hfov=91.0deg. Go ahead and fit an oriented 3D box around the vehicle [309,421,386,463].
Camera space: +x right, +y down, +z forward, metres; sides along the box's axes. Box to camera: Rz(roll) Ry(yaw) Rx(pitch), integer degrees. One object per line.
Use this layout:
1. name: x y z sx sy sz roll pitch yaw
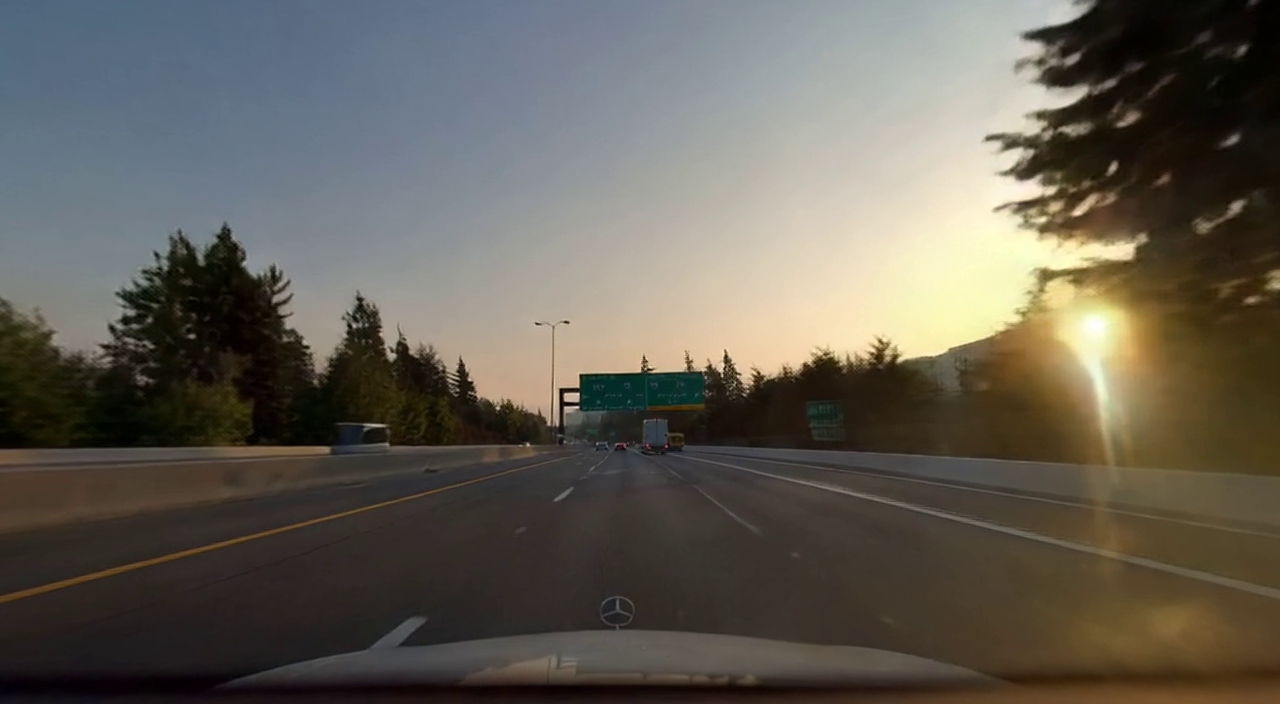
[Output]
1. vehicle: -22.140 6.875 48.046 2.695 2.900 6.894 0 -8 -2
